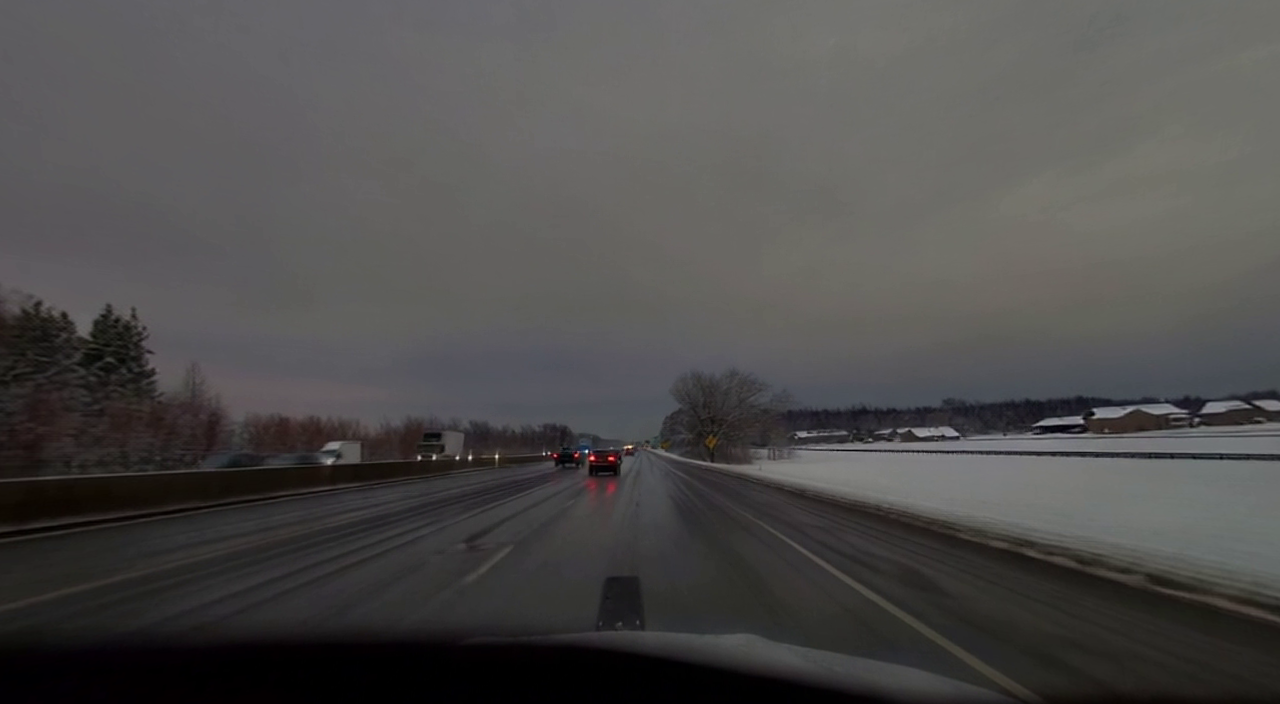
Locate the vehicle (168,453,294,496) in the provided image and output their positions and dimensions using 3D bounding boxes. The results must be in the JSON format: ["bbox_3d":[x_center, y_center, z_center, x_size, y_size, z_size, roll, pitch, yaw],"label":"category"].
[{"bbox_3d":[-15.207,4.532,23.780,1.889,1.449,4.242,0,-9,0],"label":"vehicle"}]

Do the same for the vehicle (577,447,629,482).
[{"bbox_3d":[-1.658,5.279,29.781,2.110,1.500,4.259,0,-9,1],"label":"vehicle"}]

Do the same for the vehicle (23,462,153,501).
[{"bbox_3d":[-22.984,5.371,26.515,1.729,1.410,4.183,0,-9,-1],"label":"vehicle"}]

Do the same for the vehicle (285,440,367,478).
[{"bbox_3d":[-18.837,6.444,38.165,2.177,2.067,5.288,0,-9,0],"label":"vehicle"}]
